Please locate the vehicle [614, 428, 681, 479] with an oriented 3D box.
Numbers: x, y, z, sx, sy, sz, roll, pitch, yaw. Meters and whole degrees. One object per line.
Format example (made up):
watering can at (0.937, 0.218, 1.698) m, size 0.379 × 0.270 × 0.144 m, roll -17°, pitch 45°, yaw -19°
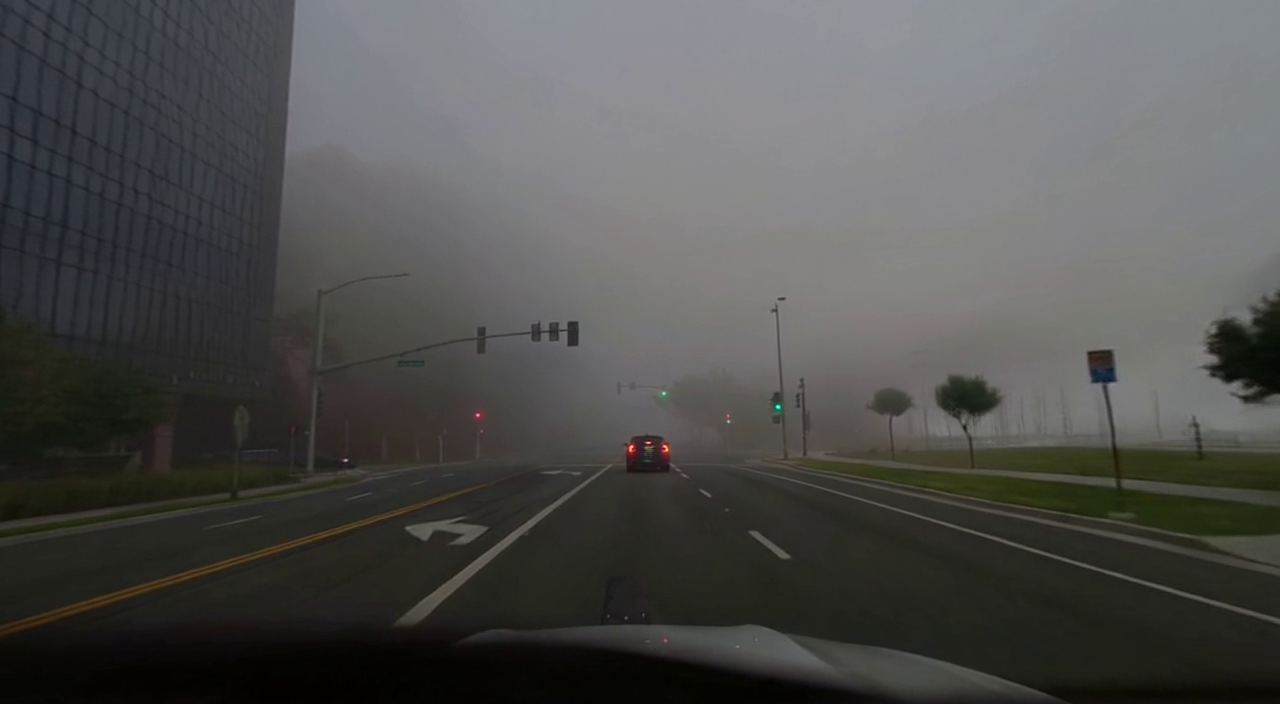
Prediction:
vehicle at (0.218, 3.626, 22.701) m, size 2.184 × 1.640 × 4.086 m, roll 0°, pitch -8°, yaw 0°
